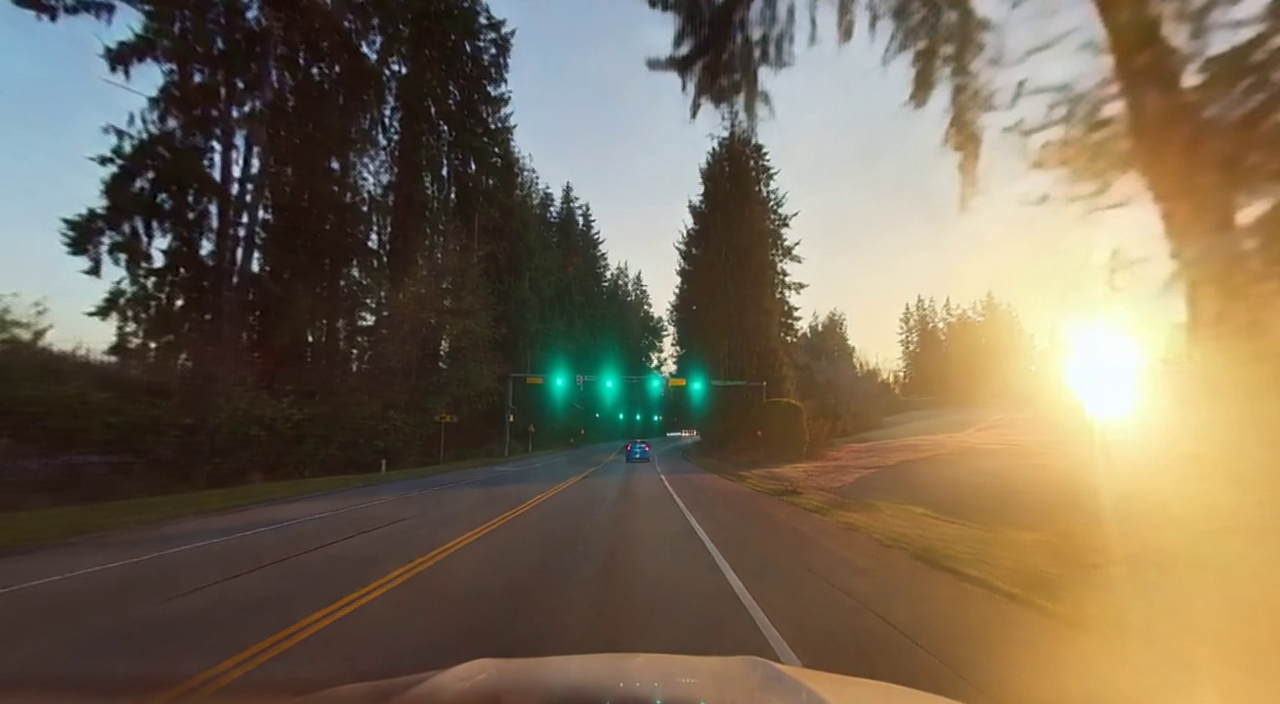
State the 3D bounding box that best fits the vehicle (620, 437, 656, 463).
[{"bbox_3d":[-0.105,5.953,38.340,2.042,1.489,3.963,0,-8,0],"label":"vehicle"}]
